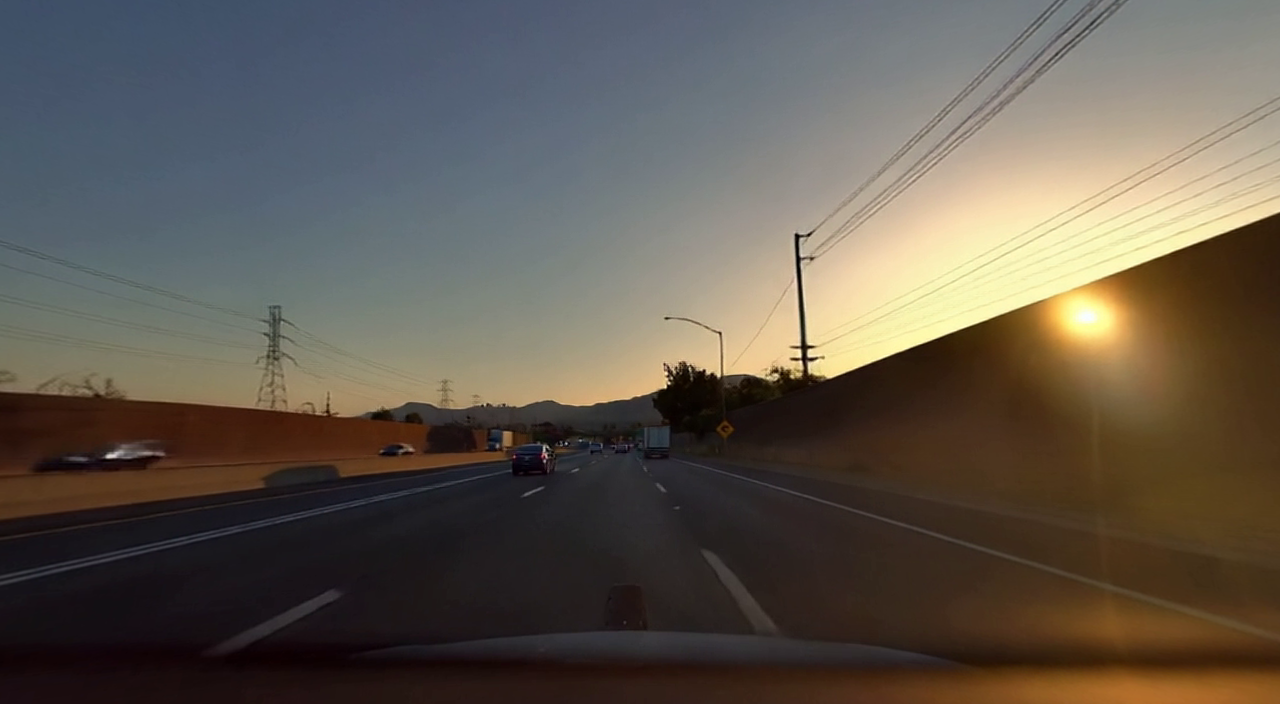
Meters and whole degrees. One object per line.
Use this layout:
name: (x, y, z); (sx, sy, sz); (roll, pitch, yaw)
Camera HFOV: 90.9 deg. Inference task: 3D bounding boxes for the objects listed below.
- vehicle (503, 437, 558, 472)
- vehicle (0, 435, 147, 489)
vehicle: (-5.486, 5.207, 32.169); (2.064, 1.642, 4.389); (0, -8, 0)
vehicle: (-20.318, 3.800, 22.200); (2.079, 1.662, 4.800); (0, -8, -1)
